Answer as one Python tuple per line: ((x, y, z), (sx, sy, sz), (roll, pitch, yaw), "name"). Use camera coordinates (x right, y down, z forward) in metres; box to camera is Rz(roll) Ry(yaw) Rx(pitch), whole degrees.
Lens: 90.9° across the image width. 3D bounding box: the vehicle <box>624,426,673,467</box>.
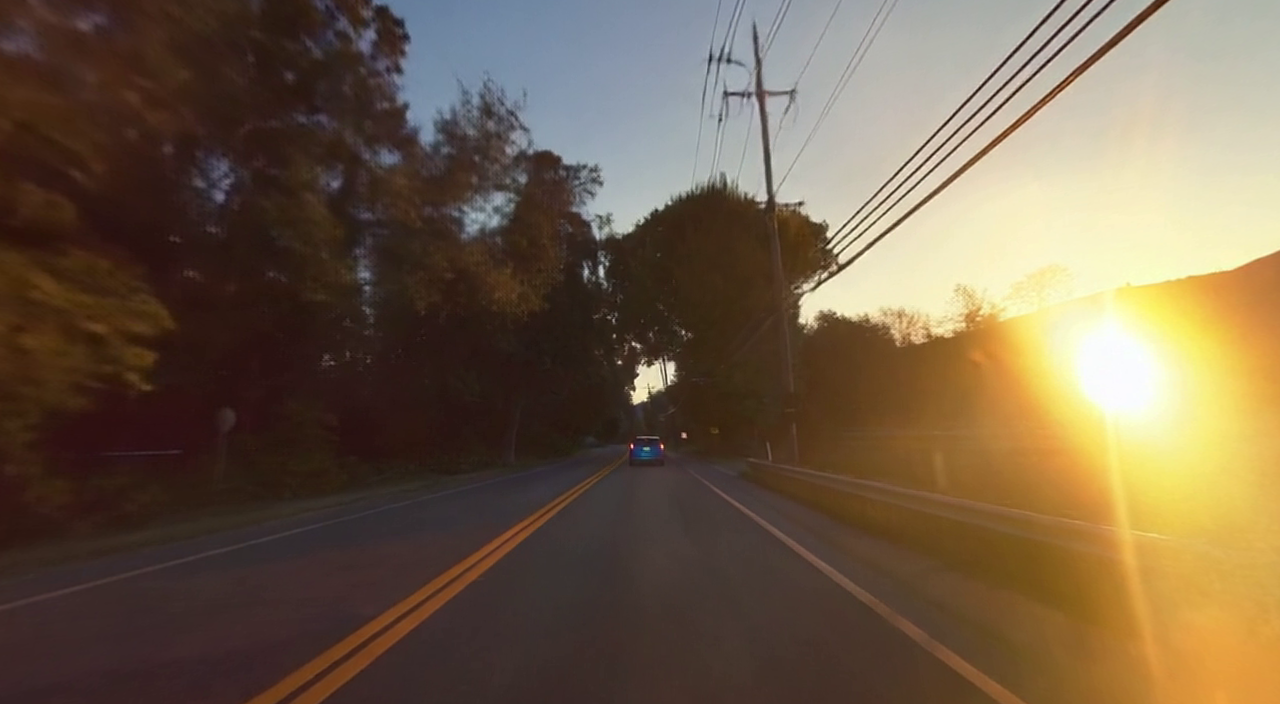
((0.435, 5.052, 33.863), (2.468, 2.056, 4.422), (0, -8, 0), "vehicle")
